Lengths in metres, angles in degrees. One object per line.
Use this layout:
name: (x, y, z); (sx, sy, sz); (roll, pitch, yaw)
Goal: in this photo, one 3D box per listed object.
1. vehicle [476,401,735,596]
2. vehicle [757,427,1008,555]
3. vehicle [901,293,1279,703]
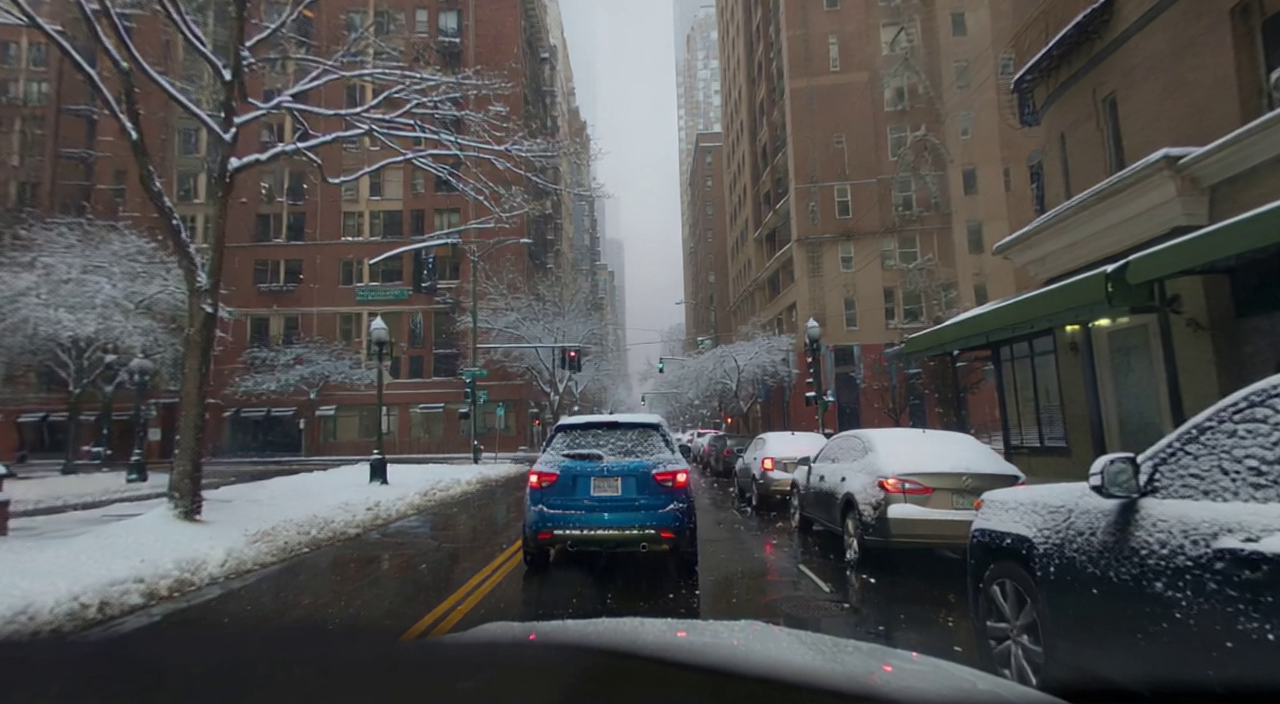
vehicle: (-0.344, 1.584, 7.639); (2.249, 1.684, 4.084); (0, -9, -1)
vehicle: (3.288, 1.984, 9.797); (1.941, 1.482, 4.632); (0, -9, -2)
vehicle: (3.001, 0.748, 2.240); (2.063, 1.760, 4.664); (0, -9, -1)
